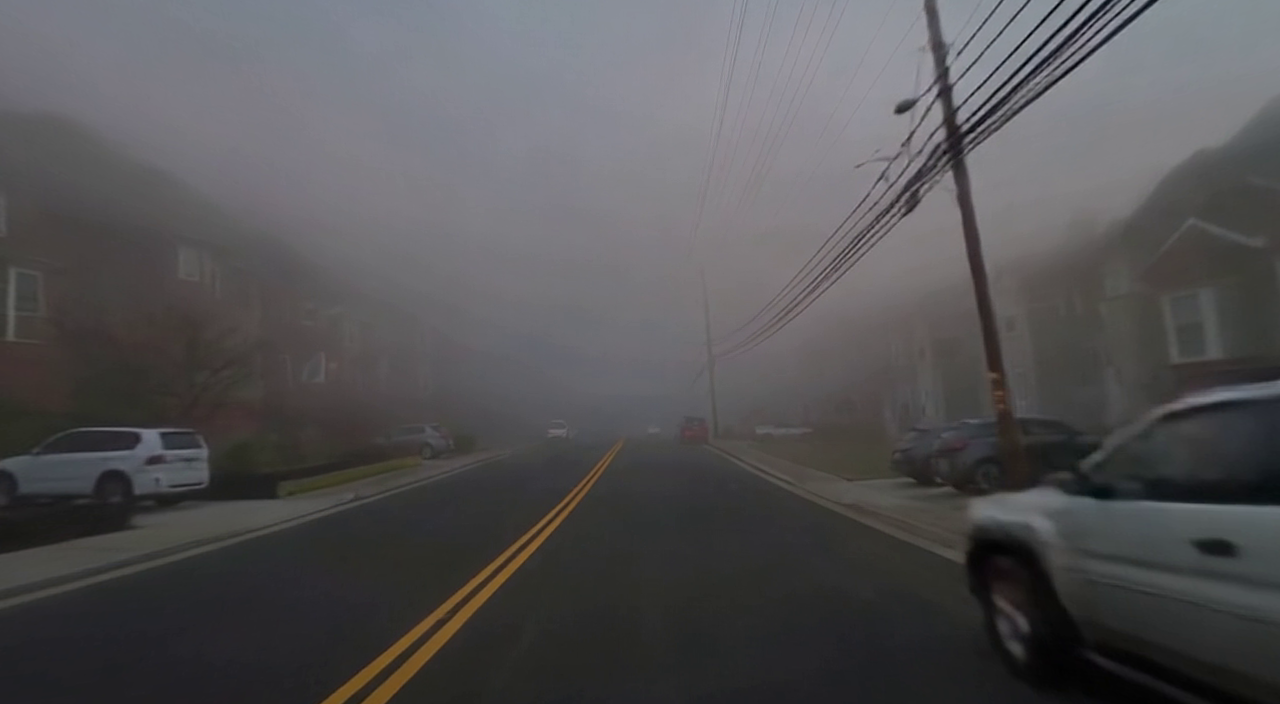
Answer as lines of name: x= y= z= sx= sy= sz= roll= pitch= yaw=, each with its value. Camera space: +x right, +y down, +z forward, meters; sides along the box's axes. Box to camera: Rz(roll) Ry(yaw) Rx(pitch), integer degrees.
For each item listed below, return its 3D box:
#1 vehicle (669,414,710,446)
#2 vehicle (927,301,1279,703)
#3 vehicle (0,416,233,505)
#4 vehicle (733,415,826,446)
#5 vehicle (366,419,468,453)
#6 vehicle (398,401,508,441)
vehicle: x=3.199 y=5.109 z=41.510 sx=2.277 sy=1.917 sz=5.495 roll=1 pitch=-6 yaw=0
vehicle: x=3.250 y=0.780 z=2.173 sx=2.211 sy=1.860 sz=4.813 roll=0 pitch=-9 yaw=0
vehicle: x=-12.059 y=2.396 z=14.054 sx=4.525 sy=1.797 sz=2.024 roll=0 pitch=-9 yaw=3
vehicle: x=7.816 y=4.499 z=35.758 sx=4.893 sy=1.642 sz=1.874 roll=0 pitch=-10 yaw=4
vehicle: x=-11.499 y=4.343 z=32.637 sx=4.484 sy=1.538 sz=1.901 roll=1 pitch=-8 yaw=3
vehicle: x=-13.845 y=5.150 z=46.723 sx=7.267 sy=2.775 sz=2.786 roll=-1 pitch=-8 yaw=13
